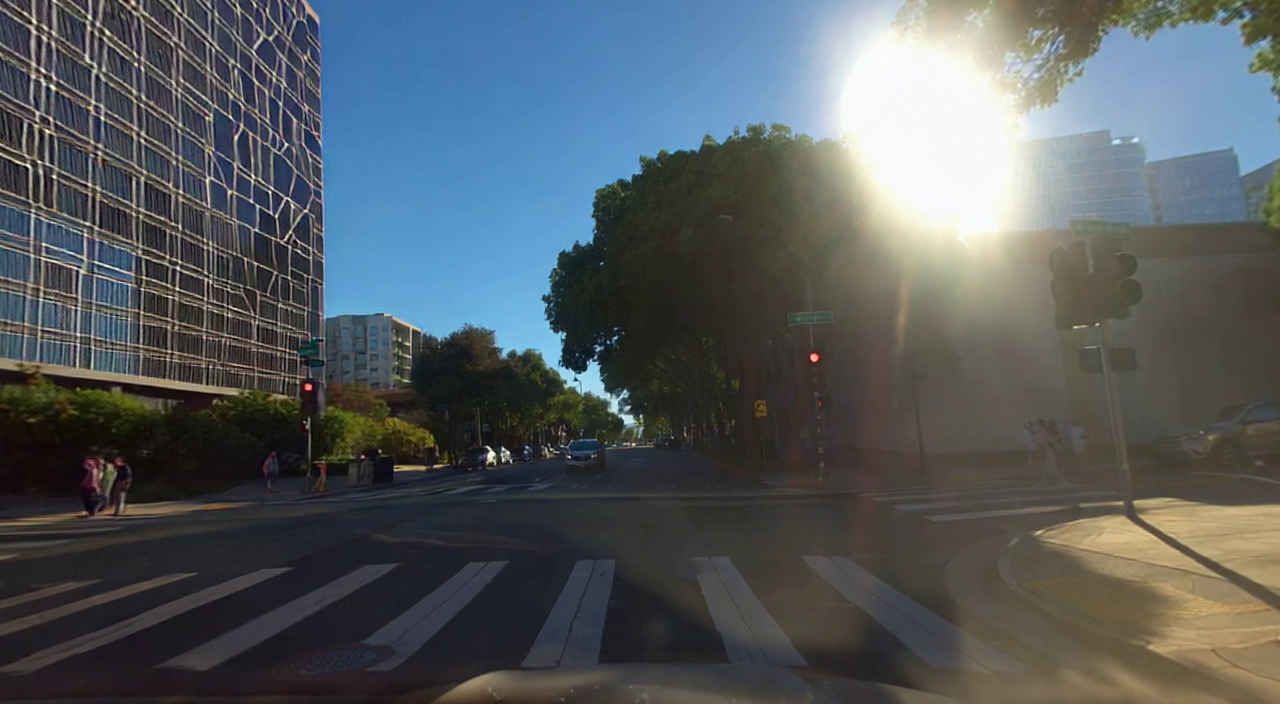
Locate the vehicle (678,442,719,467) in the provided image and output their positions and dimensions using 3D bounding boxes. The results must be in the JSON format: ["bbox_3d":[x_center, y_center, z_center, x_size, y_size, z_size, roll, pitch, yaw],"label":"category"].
[{"bbox_3d":[3.543,6.279,38.855,1.853,1.426,4.160,1,-8,-3],"label":"vehicle"}]

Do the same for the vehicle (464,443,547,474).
[{"bbox_3d":[-8.029,6.375,38.005,4.526,1.726,1.963,8,-12,-44],"label":"vehicle"}]

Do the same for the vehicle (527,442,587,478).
[{"bbox_3d":[-3.662,4.819,28.494,1.989,1.481,4.500,0,-8,1],"label":"vehicle"}]
